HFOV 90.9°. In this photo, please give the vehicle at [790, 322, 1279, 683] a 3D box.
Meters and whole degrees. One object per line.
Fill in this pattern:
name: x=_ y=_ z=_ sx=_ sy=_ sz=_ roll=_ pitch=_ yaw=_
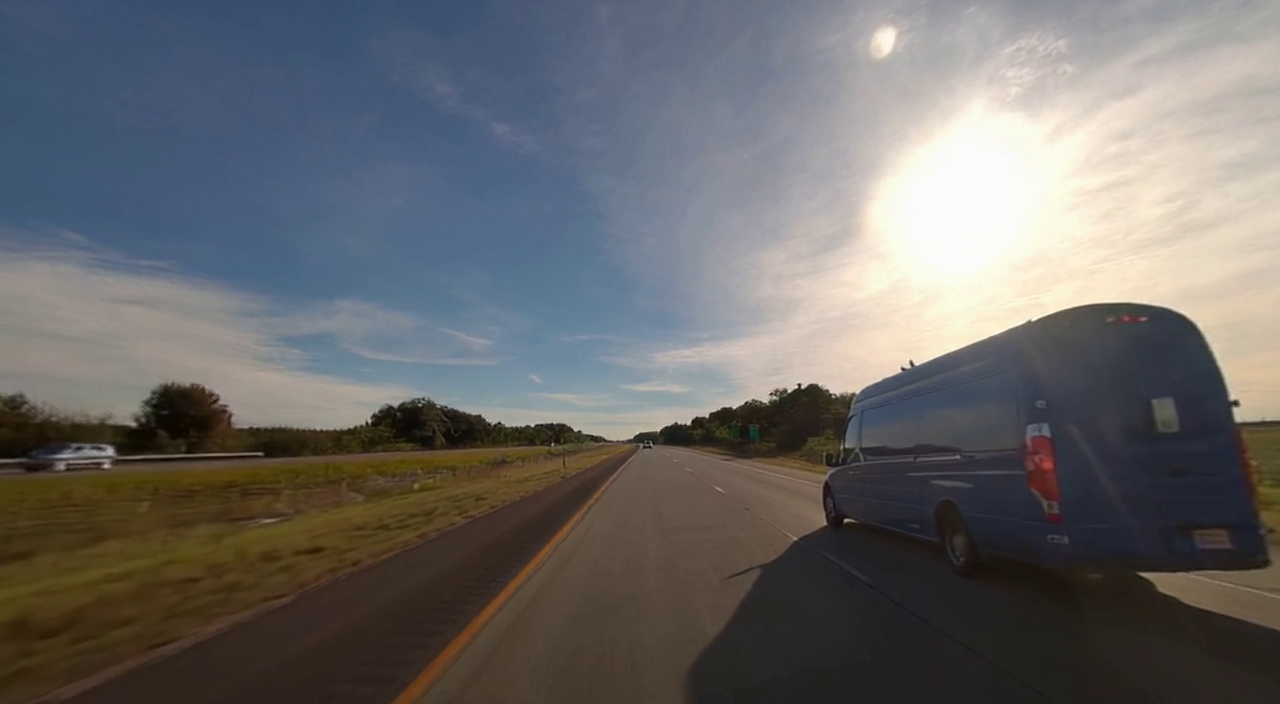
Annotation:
vehicle: x=4.077 y=1.374 z=7.363 sx=2.686 sy=2.043 sz=7.449 roll=0 pitch=-8 yaw=-1
